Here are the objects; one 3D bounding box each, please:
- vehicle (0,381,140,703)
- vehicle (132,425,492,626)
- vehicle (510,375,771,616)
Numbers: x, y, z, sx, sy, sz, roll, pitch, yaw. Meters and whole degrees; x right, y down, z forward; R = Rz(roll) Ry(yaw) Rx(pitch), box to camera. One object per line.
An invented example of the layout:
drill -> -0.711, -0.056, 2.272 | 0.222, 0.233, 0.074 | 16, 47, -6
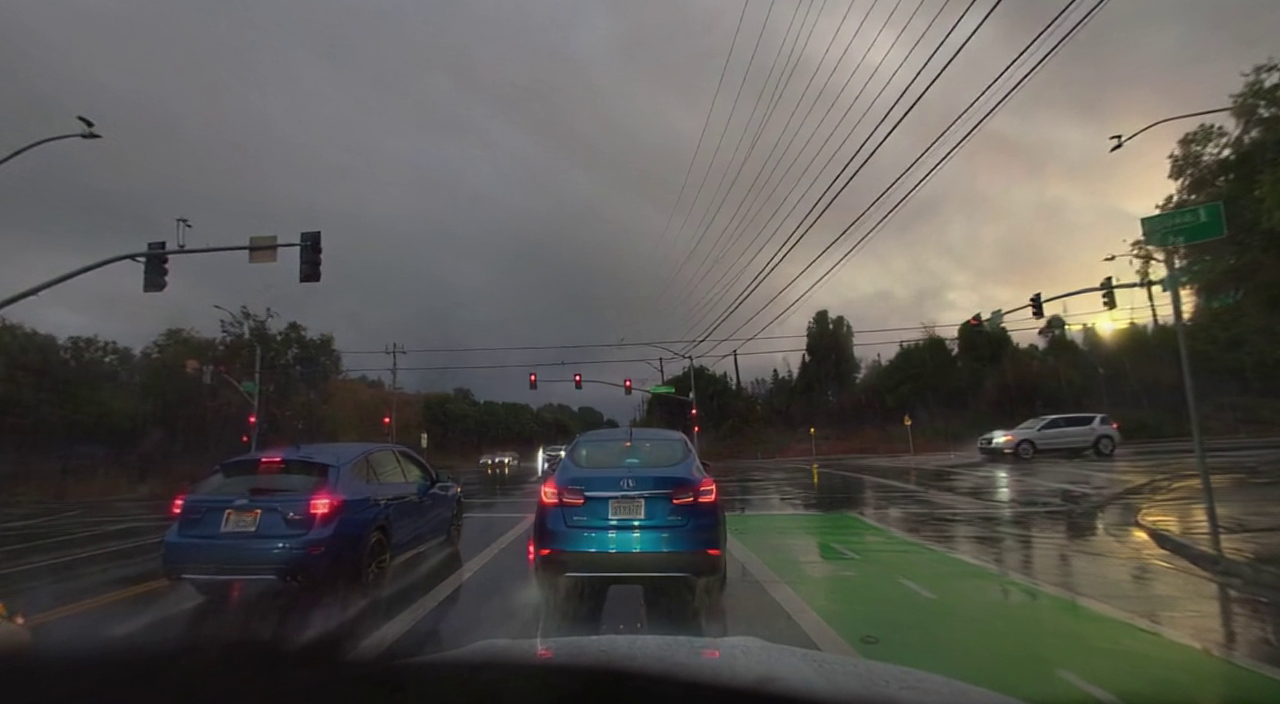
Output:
vehicle -> -3.477, 0.573, 0.323 | 2.138, 1.488, 5.327 | 0, -8, -1
vehicle -> -2.966, 1.647, 6.810 | 1.726, 1.506, 3.840 | 0, -10, 1
vehicle -> -0.033, 1.561, 7.643 | 2.036, 1.885, 5.196 | 0, -10, -1
